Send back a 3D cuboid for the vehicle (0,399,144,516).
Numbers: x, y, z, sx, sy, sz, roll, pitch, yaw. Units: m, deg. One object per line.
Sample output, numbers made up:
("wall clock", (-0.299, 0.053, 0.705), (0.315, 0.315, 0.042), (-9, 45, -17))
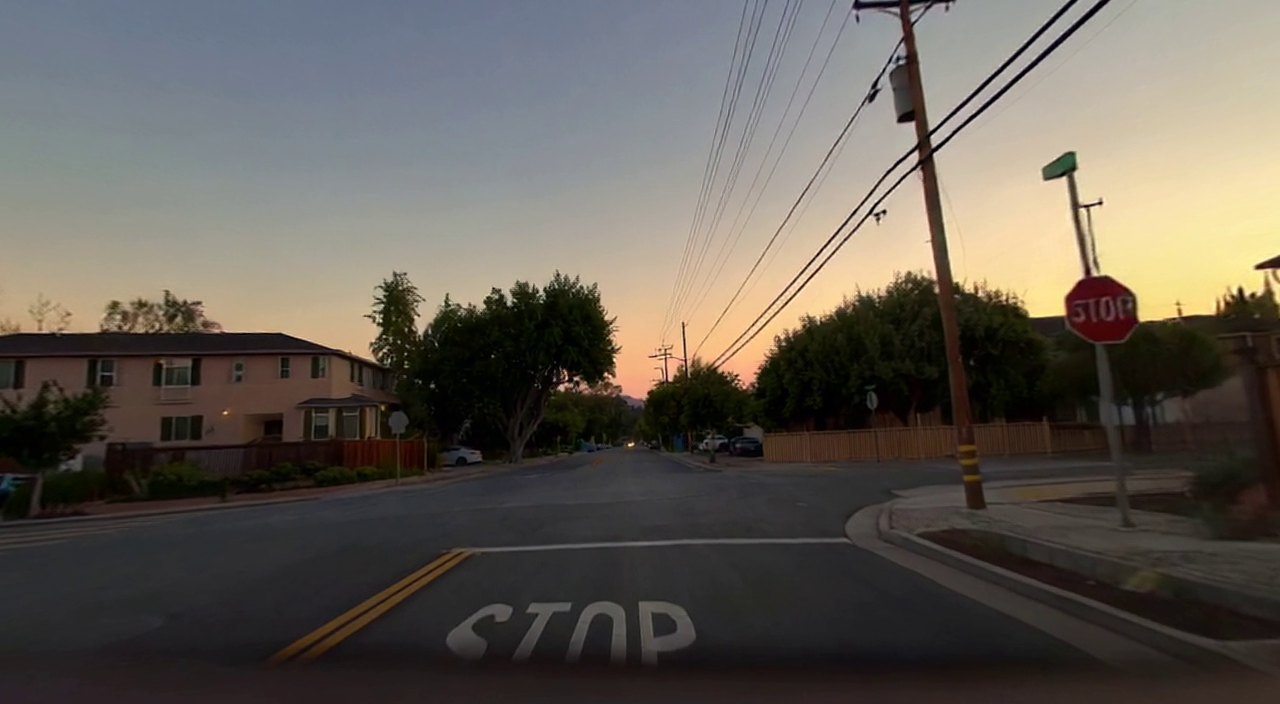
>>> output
("vehicle", (-19.937, 3.570, 21.053), (2.842, 3.181, 8.576), (6, -12, -22))
